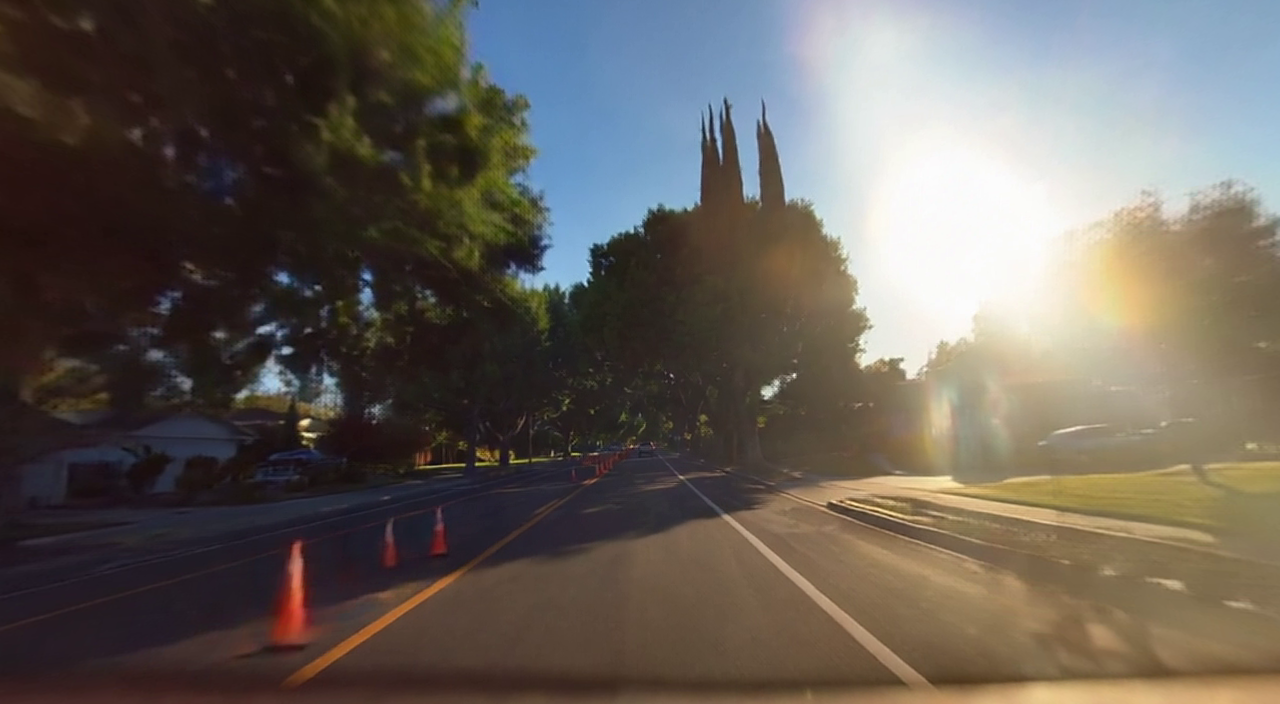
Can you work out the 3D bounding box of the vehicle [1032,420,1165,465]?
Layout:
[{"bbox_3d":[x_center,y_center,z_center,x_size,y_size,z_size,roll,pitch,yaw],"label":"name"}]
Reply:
[{"bbox_3d":[16.812,3.347,23.206,3.462,1.576,1.863,1,-8,-5],"label":"vehicle"}]
